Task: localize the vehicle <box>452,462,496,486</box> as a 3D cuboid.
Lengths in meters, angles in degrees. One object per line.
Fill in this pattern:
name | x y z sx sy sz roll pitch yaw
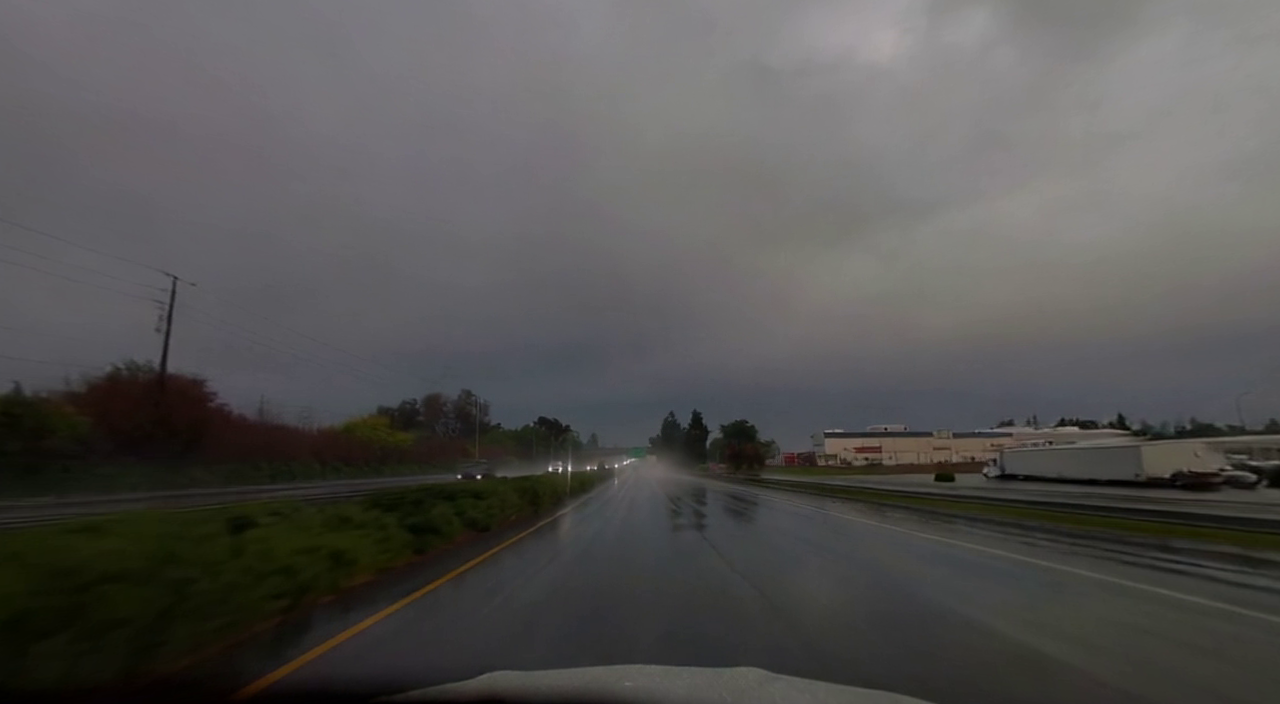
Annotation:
vehicle | -11.479 8.458 43.906 1.908 1.534 4.313 1 -10 -1
